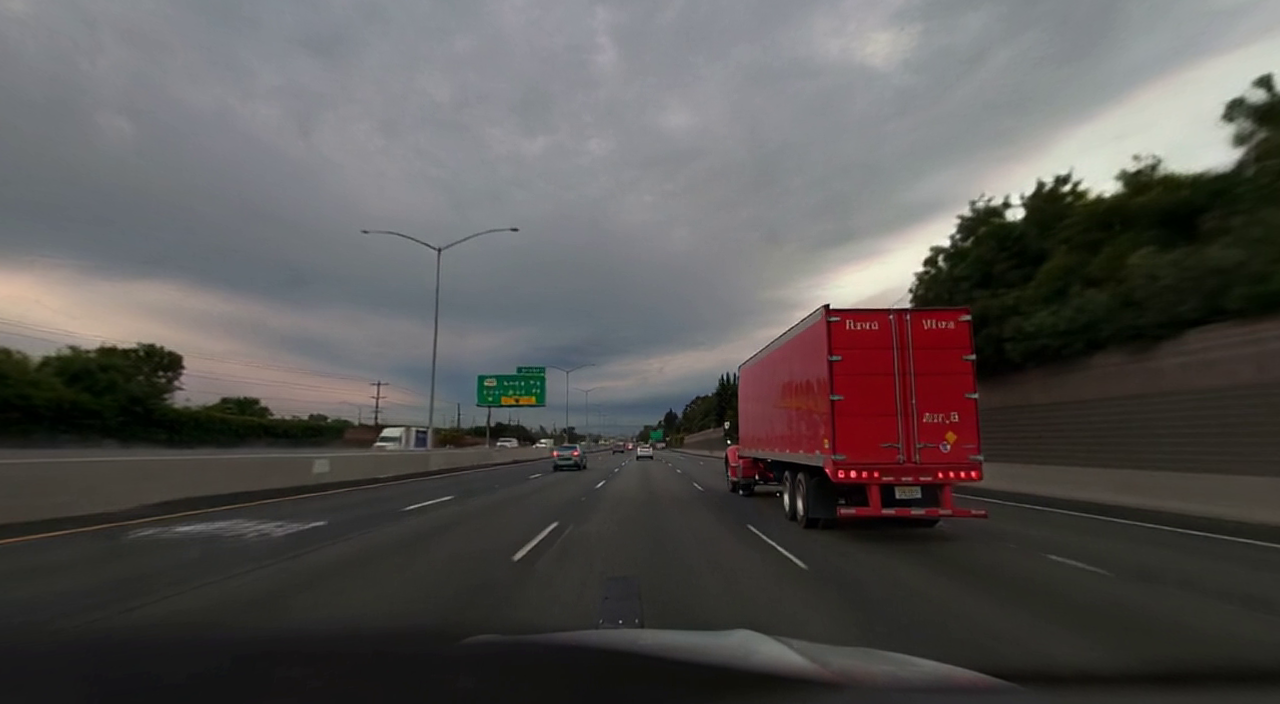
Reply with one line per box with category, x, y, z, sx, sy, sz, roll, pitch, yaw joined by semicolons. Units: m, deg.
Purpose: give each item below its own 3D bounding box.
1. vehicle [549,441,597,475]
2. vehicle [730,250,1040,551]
vehicle;-3.394;5.486;32.859;2.000;1.658;4.155;0;-9;1
vehicle;3.734;1.122;12.060;3.042;4.037;7.253;0;-9;1
